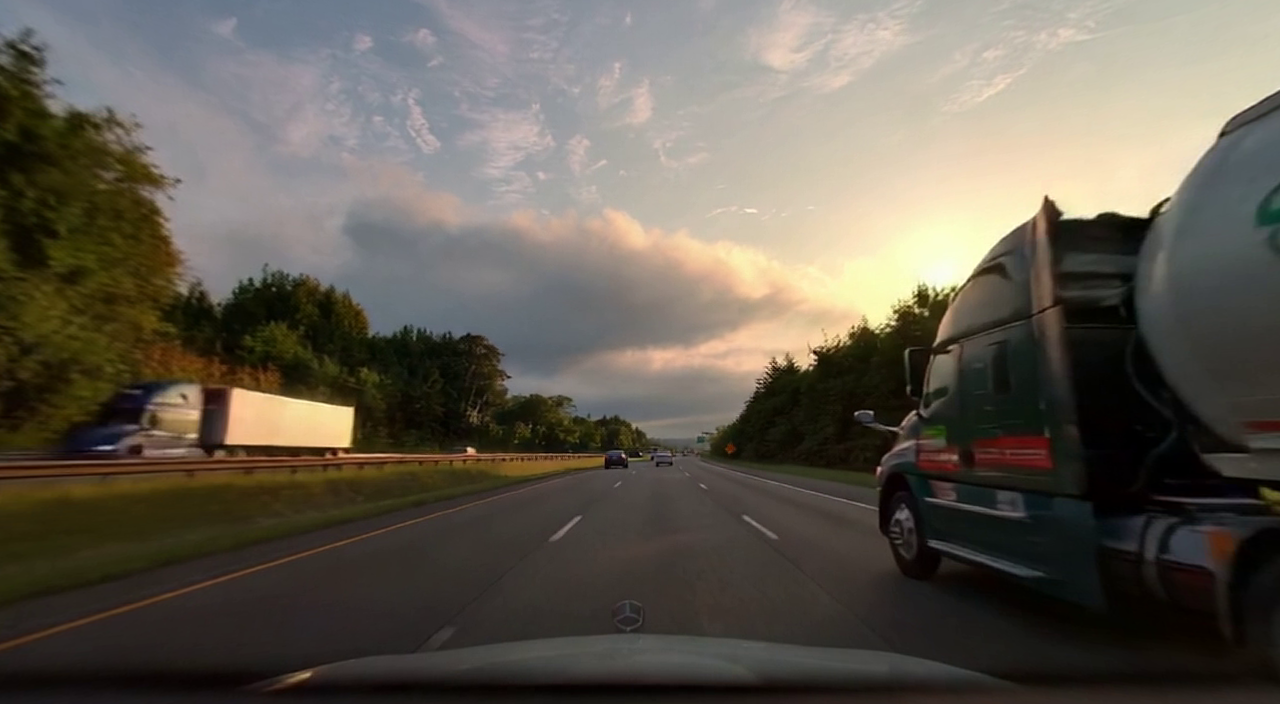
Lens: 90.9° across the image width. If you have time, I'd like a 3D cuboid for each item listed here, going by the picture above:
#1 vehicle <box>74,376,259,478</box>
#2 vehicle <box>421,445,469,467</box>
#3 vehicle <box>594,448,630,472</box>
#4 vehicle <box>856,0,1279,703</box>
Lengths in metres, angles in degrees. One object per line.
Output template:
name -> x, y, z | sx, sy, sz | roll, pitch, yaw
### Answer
vehicle -> -19.557, 3.270, 26.631 | 2.925, 3.825, 5.907 | 0, -9, 1
vehicle -> -15.121, 8.117, 49.167 | 2.129, 1.633, 4.593 | 0, -9, 2
vehicle -> -2.066, 8.160, 47.778 | 2.205, 1.728, 4.397 | -1, -9, 3
vehicle -> 3.888, 0.008, 3.667 | 2.984, 3.908, 5.930 | 0, -9, -1
